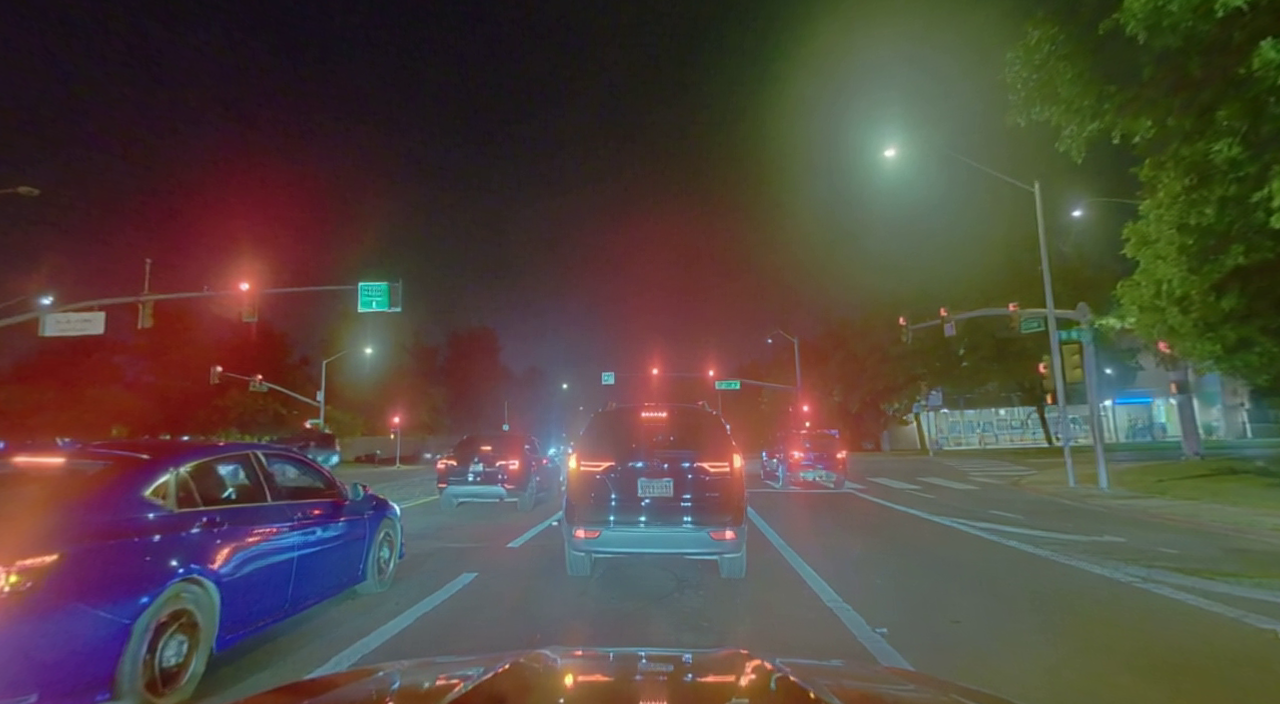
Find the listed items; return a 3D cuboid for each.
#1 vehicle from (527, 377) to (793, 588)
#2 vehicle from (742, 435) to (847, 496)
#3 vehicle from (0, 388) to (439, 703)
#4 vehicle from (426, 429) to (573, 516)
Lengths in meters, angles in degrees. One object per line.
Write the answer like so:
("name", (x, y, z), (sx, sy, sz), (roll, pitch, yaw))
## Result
("vehicle", (0.216, 1.446, 7.733), (2.300, 1.832, 4.331), (0, -8, 1))
("vehicle", (4.118, 3.081, 17.510), (1.979, 1.453, 4.011), (0, -8, 1))
("vehicle", (-3.215, 1.201, 4.434), (1.958, 1.494, 4.624), (0, -8, 2))
("vehicle", (-2.685, 2.397, 13.096), (1.851, 1.502, 4.042), (0, -8, 4))
